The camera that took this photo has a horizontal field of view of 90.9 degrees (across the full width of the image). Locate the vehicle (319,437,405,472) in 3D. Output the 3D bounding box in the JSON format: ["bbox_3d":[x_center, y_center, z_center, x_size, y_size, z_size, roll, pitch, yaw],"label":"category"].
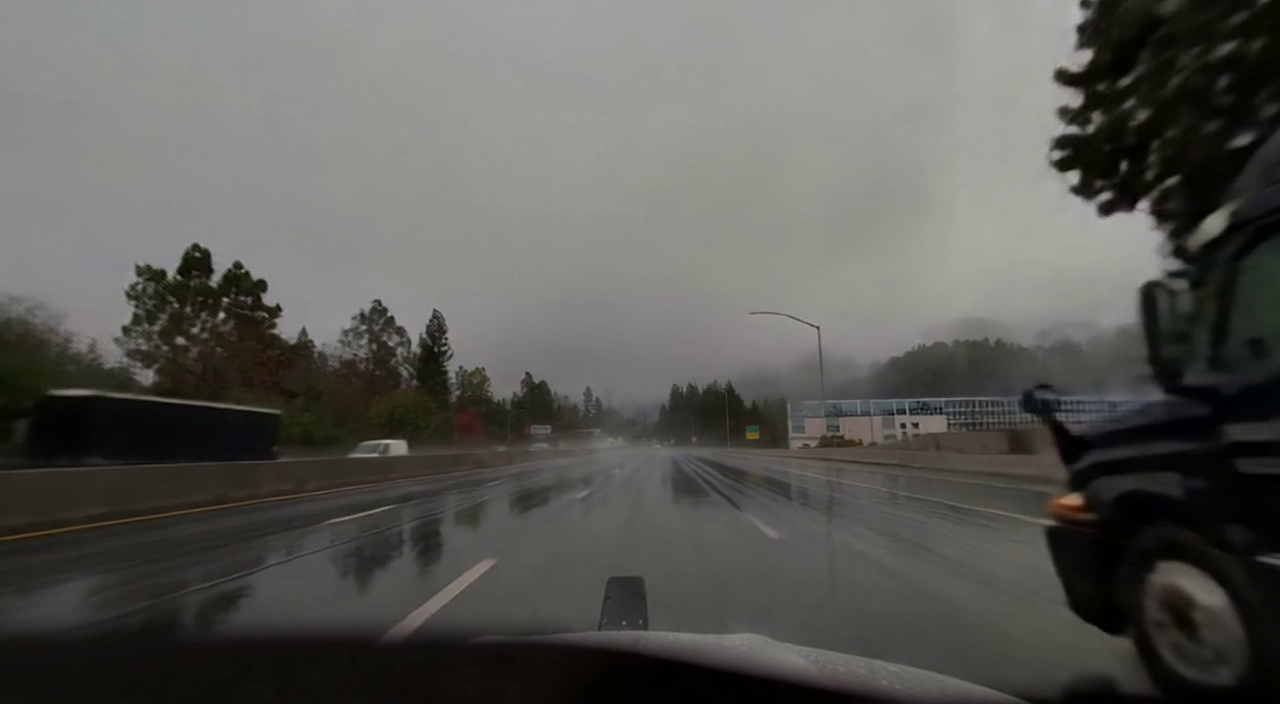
[{"bbox_3d":[-17.553,6.476,40.276,2.416,2.039,6.351,0,-8,2],"label":"vehicle"}]

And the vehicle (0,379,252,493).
[{"bbox_3d":[-21.615,3.639,27.039,3.007,3.884,10.521,0,-8,1],"label":"vehicle"}]
